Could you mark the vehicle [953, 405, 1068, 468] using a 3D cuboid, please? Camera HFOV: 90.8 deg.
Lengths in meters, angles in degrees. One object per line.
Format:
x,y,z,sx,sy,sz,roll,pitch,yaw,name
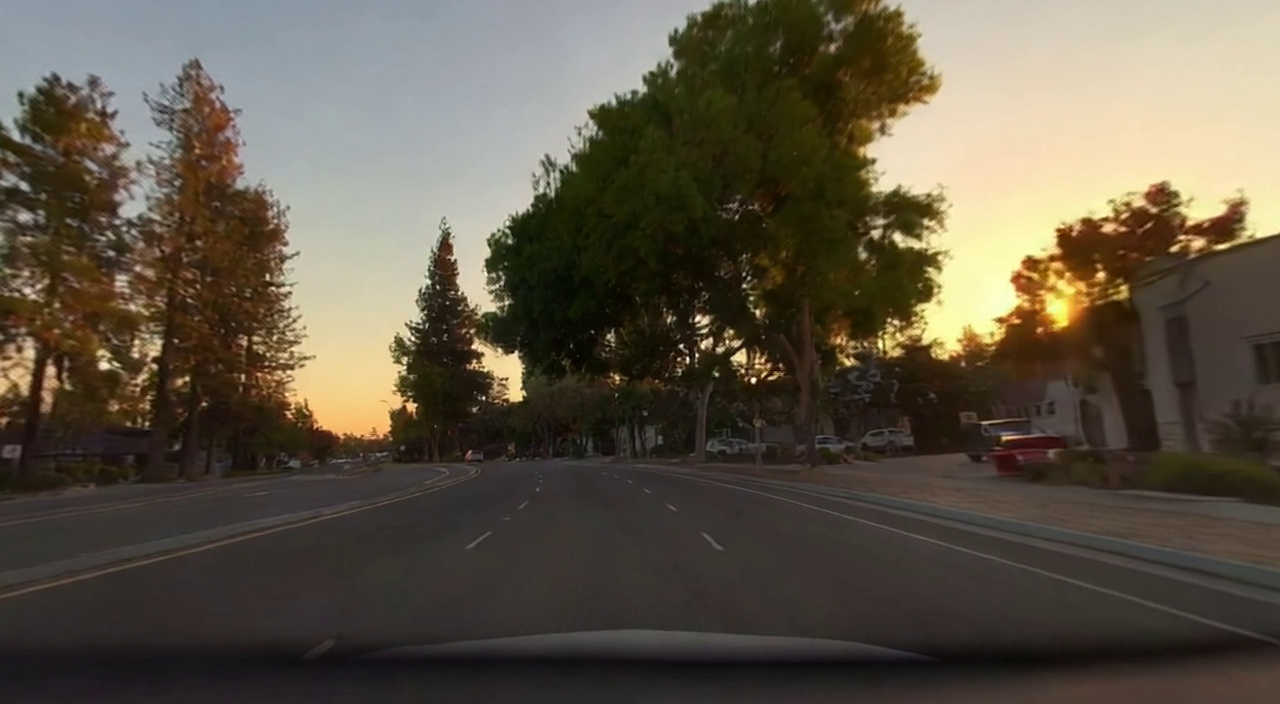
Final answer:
12.791,2.948,21.648,2.110,1.863,4.977,-11,-13,42,vehicle
